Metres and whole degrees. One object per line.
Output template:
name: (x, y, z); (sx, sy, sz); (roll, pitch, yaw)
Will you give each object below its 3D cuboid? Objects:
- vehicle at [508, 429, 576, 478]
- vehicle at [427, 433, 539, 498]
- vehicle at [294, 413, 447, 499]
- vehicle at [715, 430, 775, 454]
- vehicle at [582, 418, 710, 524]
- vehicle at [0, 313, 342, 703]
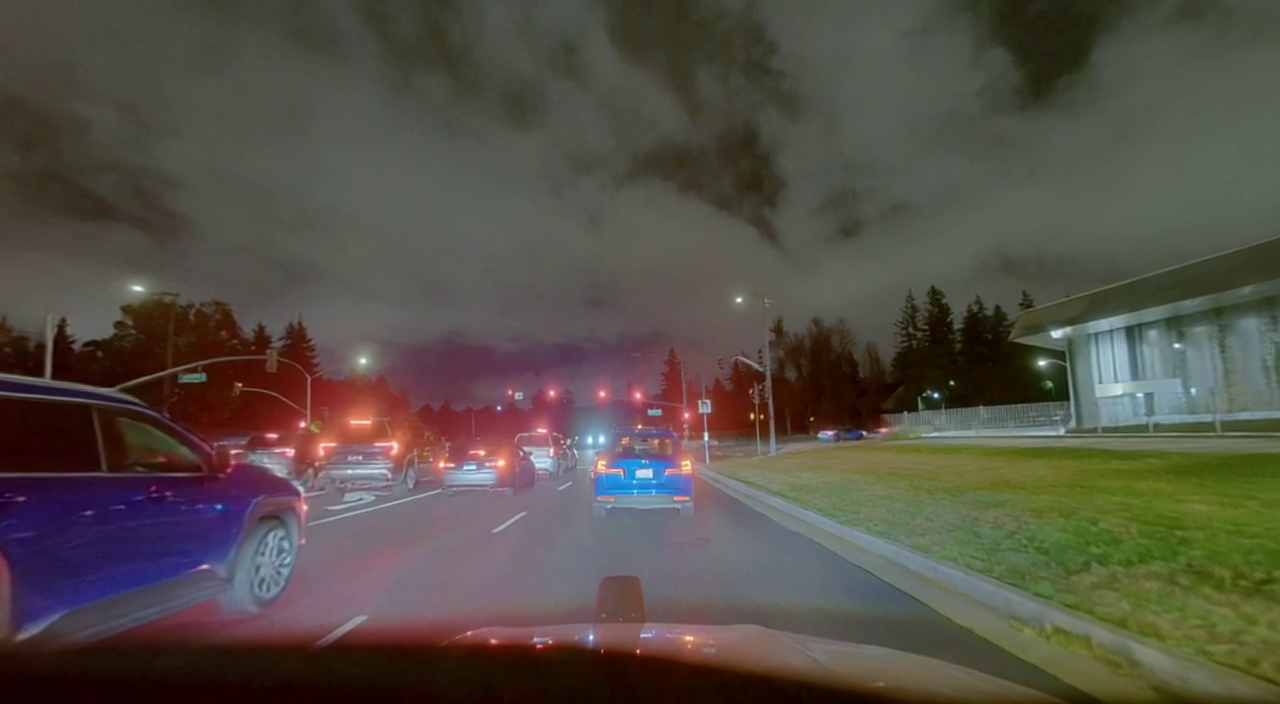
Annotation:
vehicle: (-3.917, 4.143, 25.956); (2.043, 1.813, 4.549); (0, -9, 0)
vehicle: (-4.068, 3.017, 17.180); (1.942, 1.523, 4.212); (0, -9, 0)
vehicle: (-7.401, 2.946, 18.145); (2.195, 2.093, 5.185); (0, -9, -1)
vehicle: (7.683, 6.609, 46.283); (4.198, 1.751, 1.935); (-2, -9, 11)
vehicle: (0.090, 2.229, 12.338); (2.055, 1.681, 4.270); (0, -9, 0)
vehicle: (-4.069, 0.937, 3.847); (2.088, 1.947, 5.119); (0, -9, -1)
